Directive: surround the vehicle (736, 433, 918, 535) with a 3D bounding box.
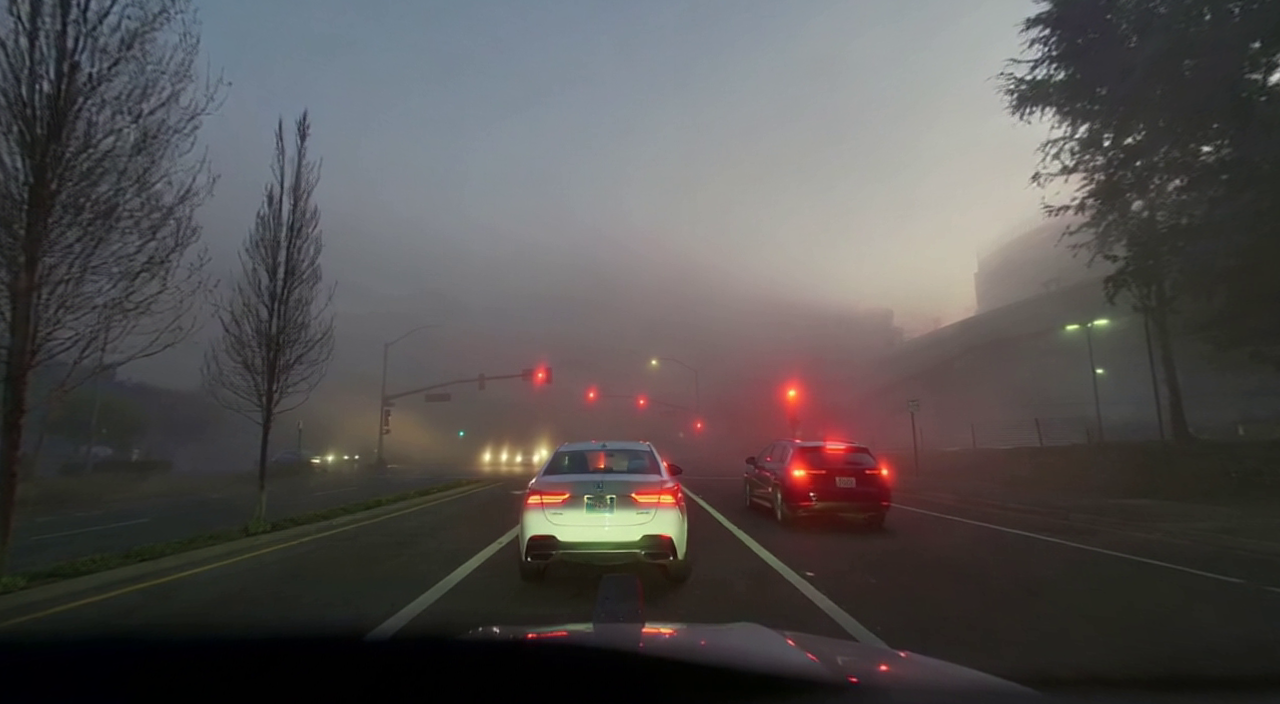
[{"bbox_3d":[3.110,2.284,11.572,1.910,1.474,4.263,0,-9,-2],"label":"vehicle"}]

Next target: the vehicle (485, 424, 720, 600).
[{"bbox_3d":[-0.347,1.645,7.267,2.006,1.487,3.535,0,-9,-1],"label":"vehicle"}]
